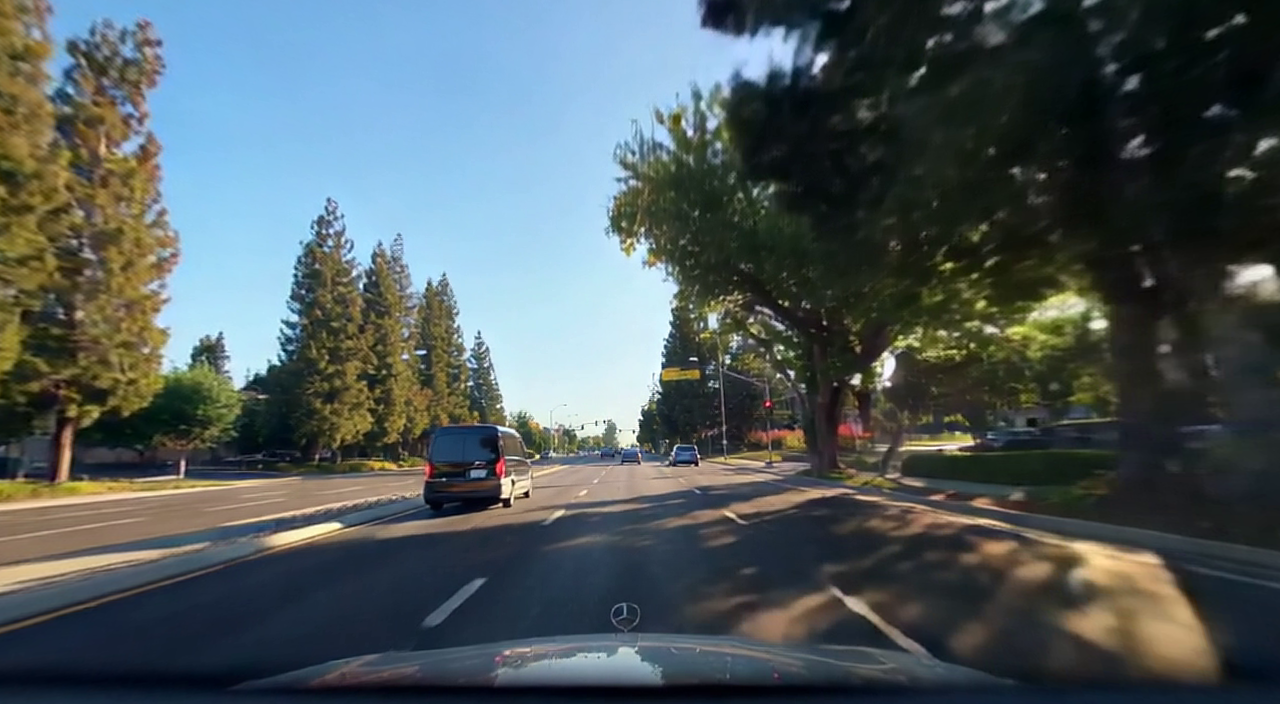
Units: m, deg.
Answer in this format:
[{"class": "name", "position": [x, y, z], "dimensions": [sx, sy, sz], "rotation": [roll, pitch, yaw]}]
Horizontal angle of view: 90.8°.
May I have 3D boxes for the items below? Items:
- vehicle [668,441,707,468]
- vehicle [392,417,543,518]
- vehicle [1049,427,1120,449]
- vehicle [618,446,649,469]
[{"class": "vehicle", "position": [3.197, 6.987, 43.151], "dimensions": [2.181, 1.781, 4.257], "rotation": [0, -9, -2]}, {"class": "vehicle", "position": [-3.586, 2.522, 14.218], "dimensions": [2.075, 1.863, 4.744], "rotation": [0, -9, 0]}, {"class": "vehicle", "position": [34.143, 6.645, 48.607], "dimensions": [3.874, 1.412, 1.851], "rotation": [-4, -9, 5]}, {"class": "vehicle", "position": [-0.508, 7.178, 43.206], "dimensions": [2.039, 1.455, 3.826], "rotation": [0, -9, -2]}]
